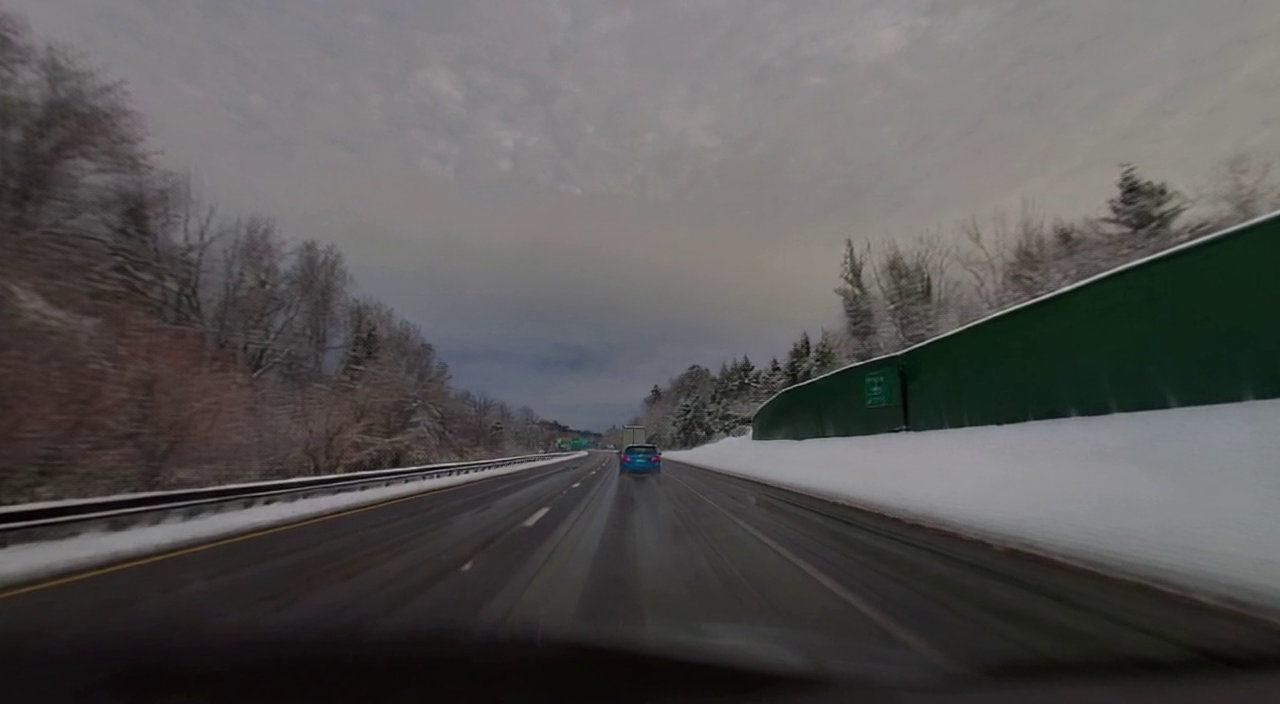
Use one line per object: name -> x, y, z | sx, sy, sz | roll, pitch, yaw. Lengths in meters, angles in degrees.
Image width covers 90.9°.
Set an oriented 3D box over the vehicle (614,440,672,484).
vehicle -> 0.053, 4.175, 24.288 | 2.057, 1.516, 4.065 | 0, -8, -2
